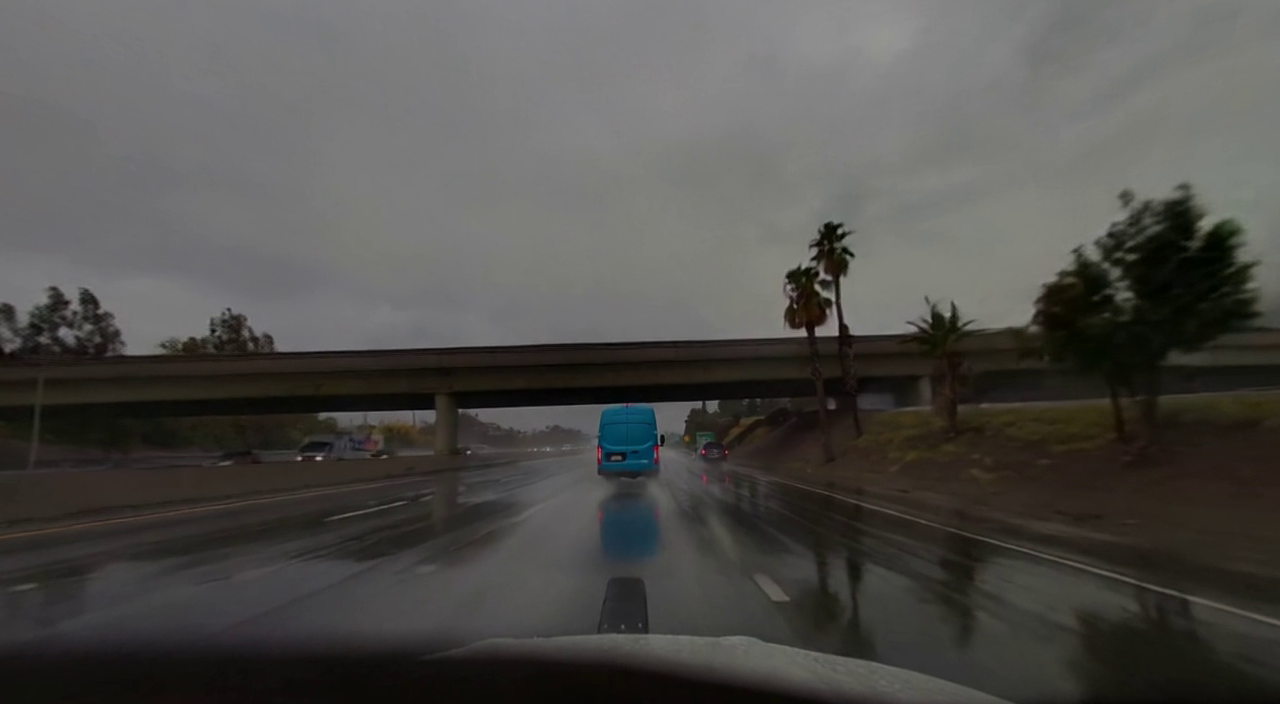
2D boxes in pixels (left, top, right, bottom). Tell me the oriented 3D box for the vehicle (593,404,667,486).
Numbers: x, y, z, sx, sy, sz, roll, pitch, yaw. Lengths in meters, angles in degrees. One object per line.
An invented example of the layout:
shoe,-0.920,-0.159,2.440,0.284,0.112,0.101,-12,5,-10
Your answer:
vehicle,-0.215,3.590,24.274,2.476,2.776,5.598,-1,-9,3

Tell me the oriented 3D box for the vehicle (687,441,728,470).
vehicle,4.013,6.236,37.923,1.987,1.648,3.984,0,-9,0

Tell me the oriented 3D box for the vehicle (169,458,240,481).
vehicle,-32.213,8.701,46.592,1.799,1.526,4.757,0,-9,1

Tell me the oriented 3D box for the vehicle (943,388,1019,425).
vehicle,24.090,3.963,44.669,2.445,2.240,5.659,-2,-8,3
